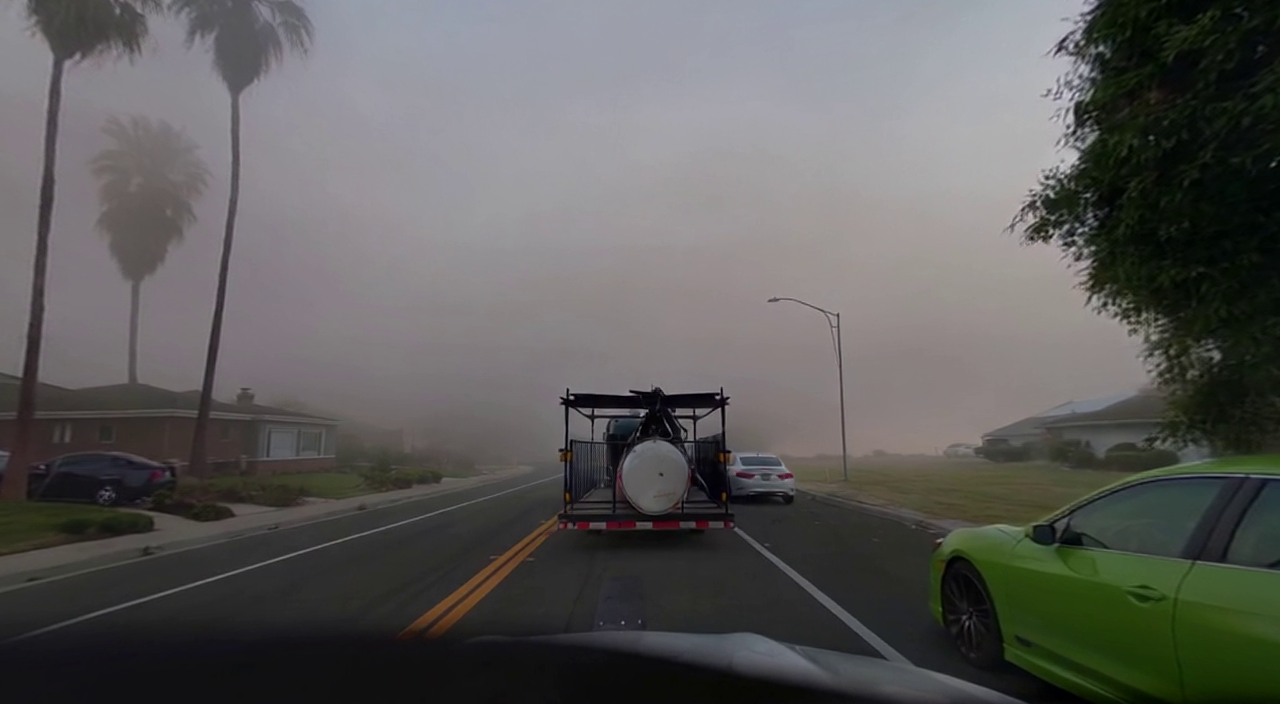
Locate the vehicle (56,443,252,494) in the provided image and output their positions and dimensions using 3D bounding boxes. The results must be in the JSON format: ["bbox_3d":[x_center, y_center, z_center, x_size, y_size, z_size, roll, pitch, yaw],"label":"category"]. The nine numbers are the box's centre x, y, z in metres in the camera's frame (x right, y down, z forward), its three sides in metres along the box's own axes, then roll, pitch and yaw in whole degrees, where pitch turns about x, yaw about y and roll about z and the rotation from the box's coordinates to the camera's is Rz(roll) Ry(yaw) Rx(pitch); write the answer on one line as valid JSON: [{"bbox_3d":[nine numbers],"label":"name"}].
[{"bbox_3d":[-15.086,3.612,19.690,4.490,1.500,1.875,0,-9,-2],"label":"vehicle"}]

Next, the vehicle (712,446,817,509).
[{"bbox_3d":[3.239,3.336,17.208,2.010,1.499,4.107,0,-8,0],"label":"vehicle"}]

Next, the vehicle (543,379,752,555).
[{"bbox_3d":[0.127,1.993,11.592,2.728,2.305,6.506,0,-8,1],"label":"vehicle"}]

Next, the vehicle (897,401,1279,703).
[{"bbox_3d":[3.072,0.964,2.253,2.171,1.520,4.853,0,-8,-1],"label":"vehicle"}]
